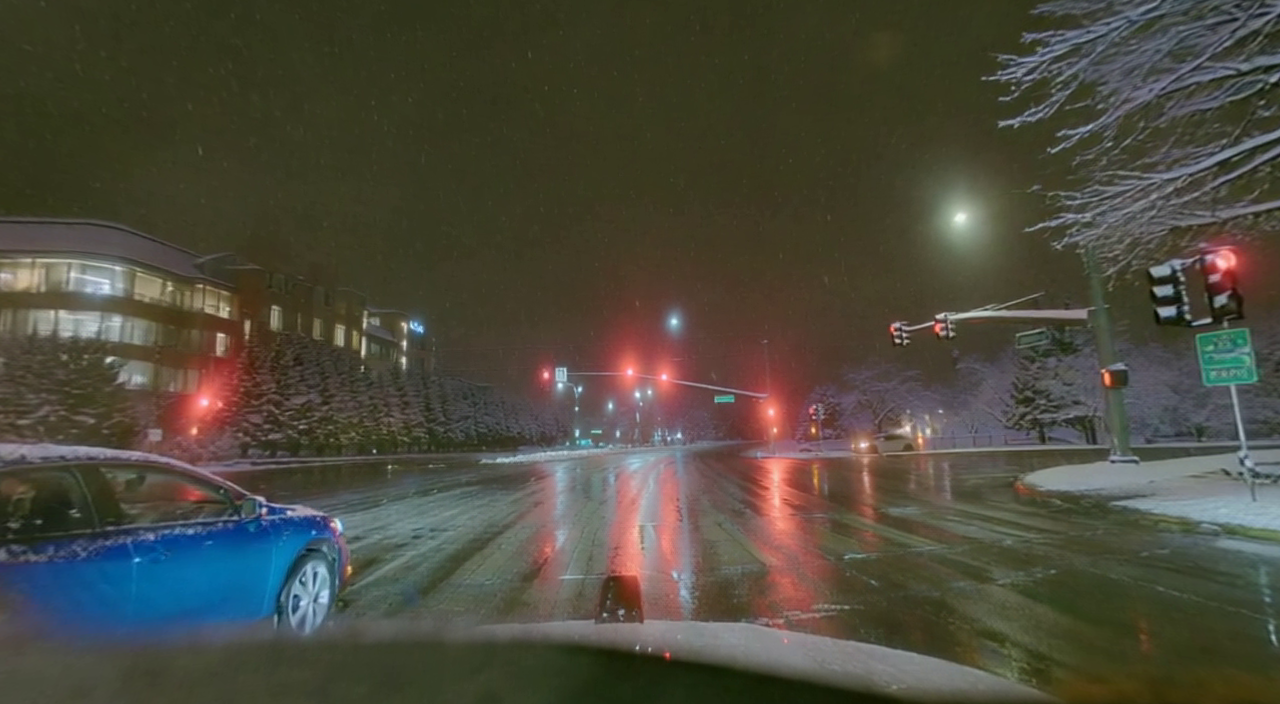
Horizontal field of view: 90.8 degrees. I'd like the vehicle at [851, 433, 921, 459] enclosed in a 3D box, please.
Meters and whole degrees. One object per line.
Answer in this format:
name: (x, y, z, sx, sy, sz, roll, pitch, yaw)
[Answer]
vehicle: (17.630, 6.743, 45.243, 4.600, 1.783, 1.970, 4, -10, -26)
